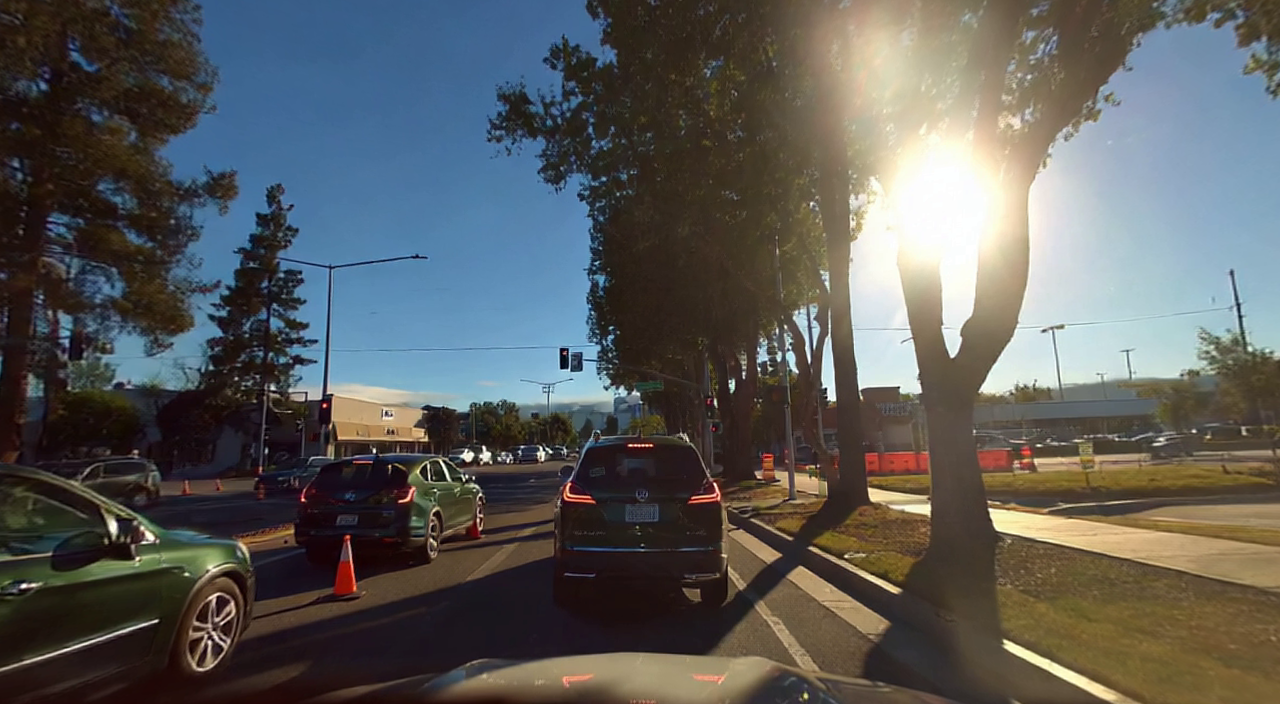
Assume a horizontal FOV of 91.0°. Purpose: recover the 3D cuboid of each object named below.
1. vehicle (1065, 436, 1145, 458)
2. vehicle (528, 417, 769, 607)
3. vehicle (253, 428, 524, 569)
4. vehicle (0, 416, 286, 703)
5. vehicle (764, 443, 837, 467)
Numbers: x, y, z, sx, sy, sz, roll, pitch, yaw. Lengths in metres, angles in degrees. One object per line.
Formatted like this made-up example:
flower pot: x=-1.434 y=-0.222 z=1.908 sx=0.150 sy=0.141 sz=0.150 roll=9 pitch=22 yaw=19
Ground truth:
vehicle: x=36.885 y=7.530 z=49.969 sx=4.791 sy=1.635 sz=1.857 roll=0 pitch=-9 yaw=1
vehicle: x=0.110 y=1.628 z=7.214 sx=2.021 sy=1.560 sz=3.676 roll=0 pitch=-9 yaw=1
vehicle: x=-3.272 y=1.998 z=9.450 sx=1.989 sy=1.541 sz=4.626 roll=0 pitch=-9 yaw=2
vehicle: x=-3.600 y=0.947 z=2.145 sx=1.964 sy=1.497 sz=4.722 roll=0 pitch=-9 yaw=1
vehicle: x=10.606 y=6.833 z=41.903 sx=4.579 sy=1.480 sz=1.819 roll=-1 pitch=-9 yaw=12
